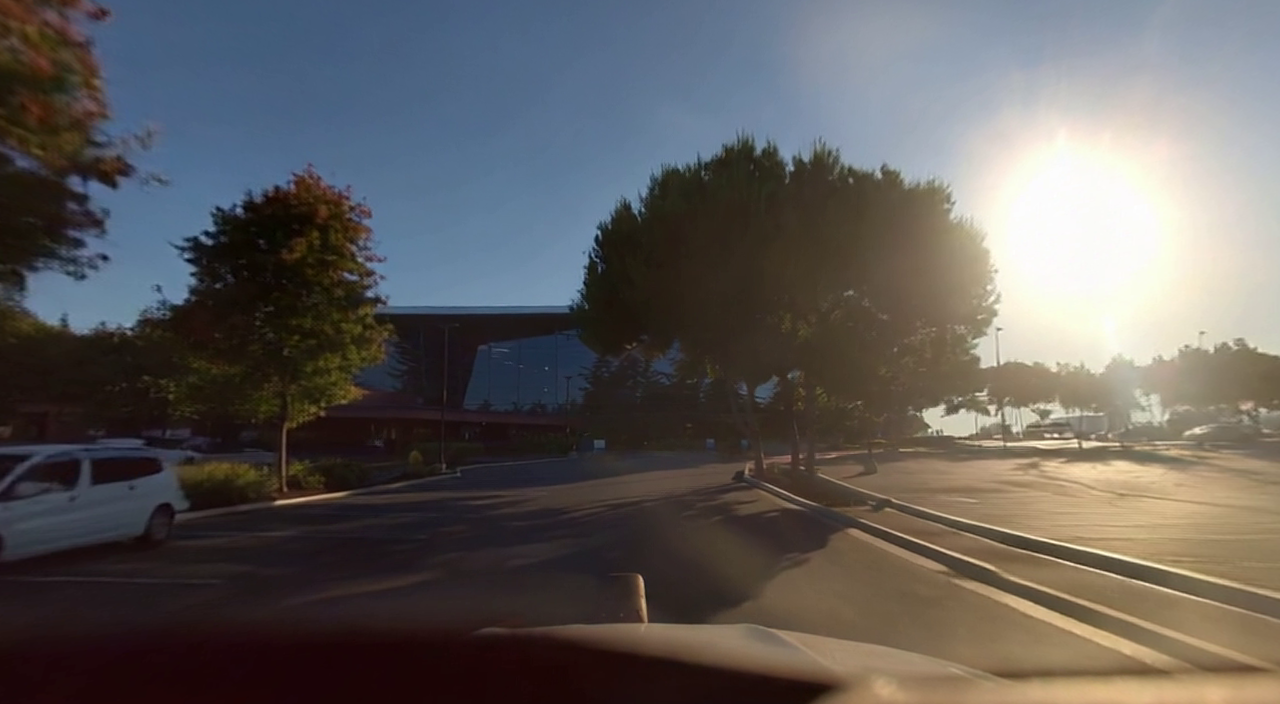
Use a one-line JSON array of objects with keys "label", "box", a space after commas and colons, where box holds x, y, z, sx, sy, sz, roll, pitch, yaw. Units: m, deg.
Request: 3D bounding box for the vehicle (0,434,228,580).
[{"label": "vehicle", "box": [-8.907, 2.124, 9.281, 2.360, 1.741, 4.912, 0, -8, 0]}]
